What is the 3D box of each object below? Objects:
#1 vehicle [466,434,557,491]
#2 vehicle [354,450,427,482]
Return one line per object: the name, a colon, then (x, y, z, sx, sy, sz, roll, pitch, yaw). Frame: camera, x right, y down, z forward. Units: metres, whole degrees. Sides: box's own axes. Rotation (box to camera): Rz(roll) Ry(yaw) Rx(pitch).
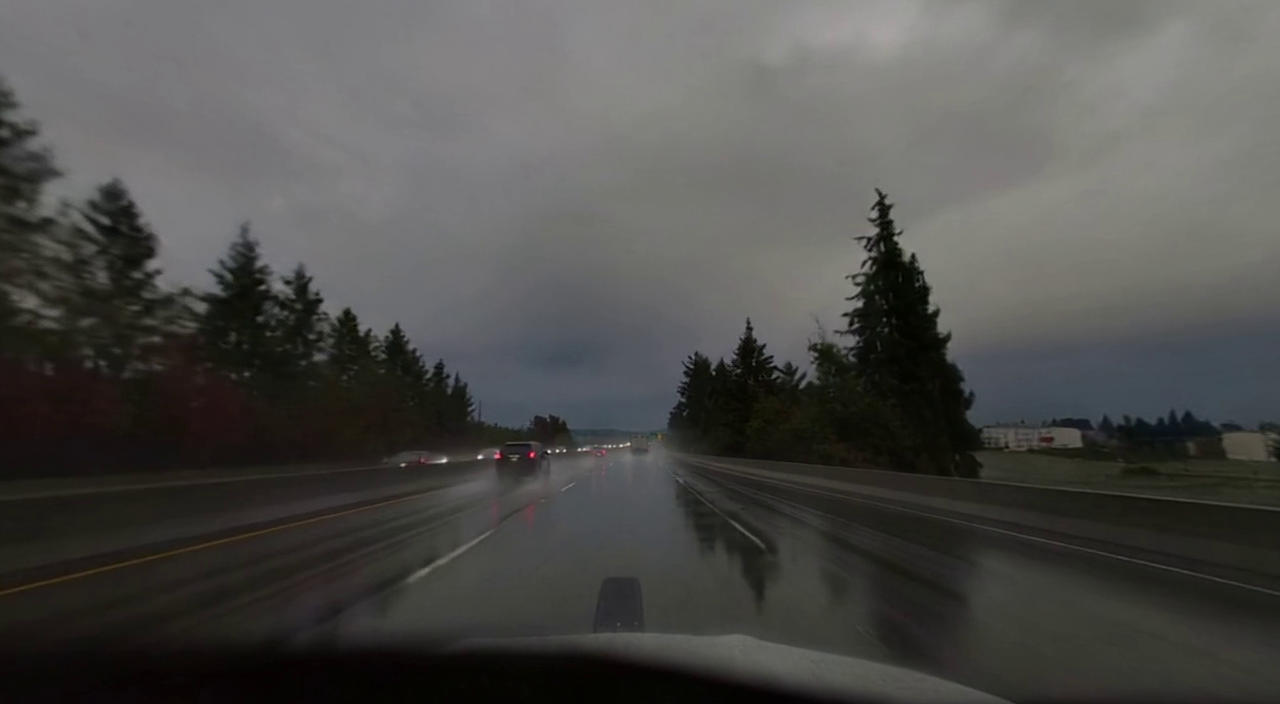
vehicle: (-4.170, 3.671, 21.114, 2.151, 1.693, 4.201, 0, -9, 0)
vehicle: (-12.848, 5.873, 32.558, 2.007, 1.495, 4.319, 0, -9, 0)
